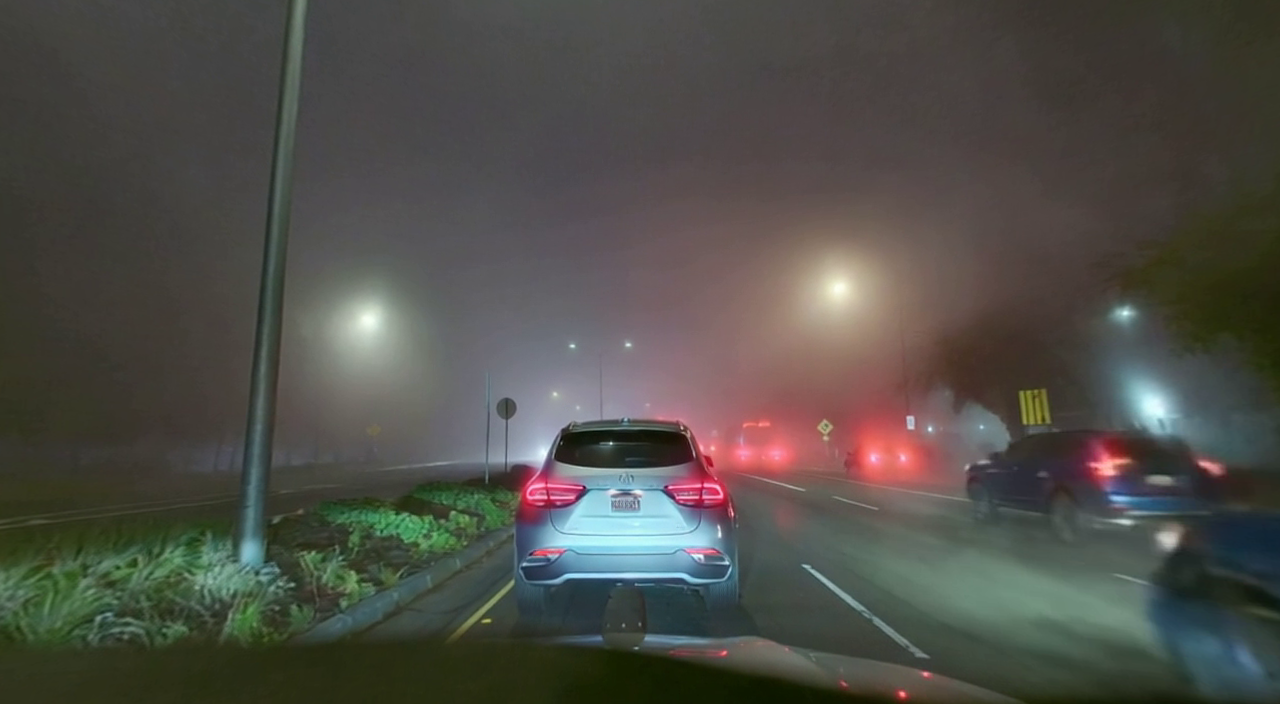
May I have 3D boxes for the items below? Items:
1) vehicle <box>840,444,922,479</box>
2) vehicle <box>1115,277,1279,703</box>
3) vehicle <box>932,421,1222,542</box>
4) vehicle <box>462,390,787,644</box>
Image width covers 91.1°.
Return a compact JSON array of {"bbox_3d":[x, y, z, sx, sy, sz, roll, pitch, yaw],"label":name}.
[{"bbox_3d":[11.121,5.053,29.316,1.998,1.527,4.489,0,-8,0],"label":"vehicle"},{"bbox_3d":[3.571,0.401,0.342,2.388,1.932,5.410,0,-8,0],"label":"vehicle"},{"bbox_3d":[7.193,2.148,11.069,2.024,1.707,4.248,0,-8,0],"label":"vehicle"},{"bbox_3d":[-0.150,1.405,6.330,2.172,1.694,4.055,0,-8,-1],"label":"vehicle"}]
